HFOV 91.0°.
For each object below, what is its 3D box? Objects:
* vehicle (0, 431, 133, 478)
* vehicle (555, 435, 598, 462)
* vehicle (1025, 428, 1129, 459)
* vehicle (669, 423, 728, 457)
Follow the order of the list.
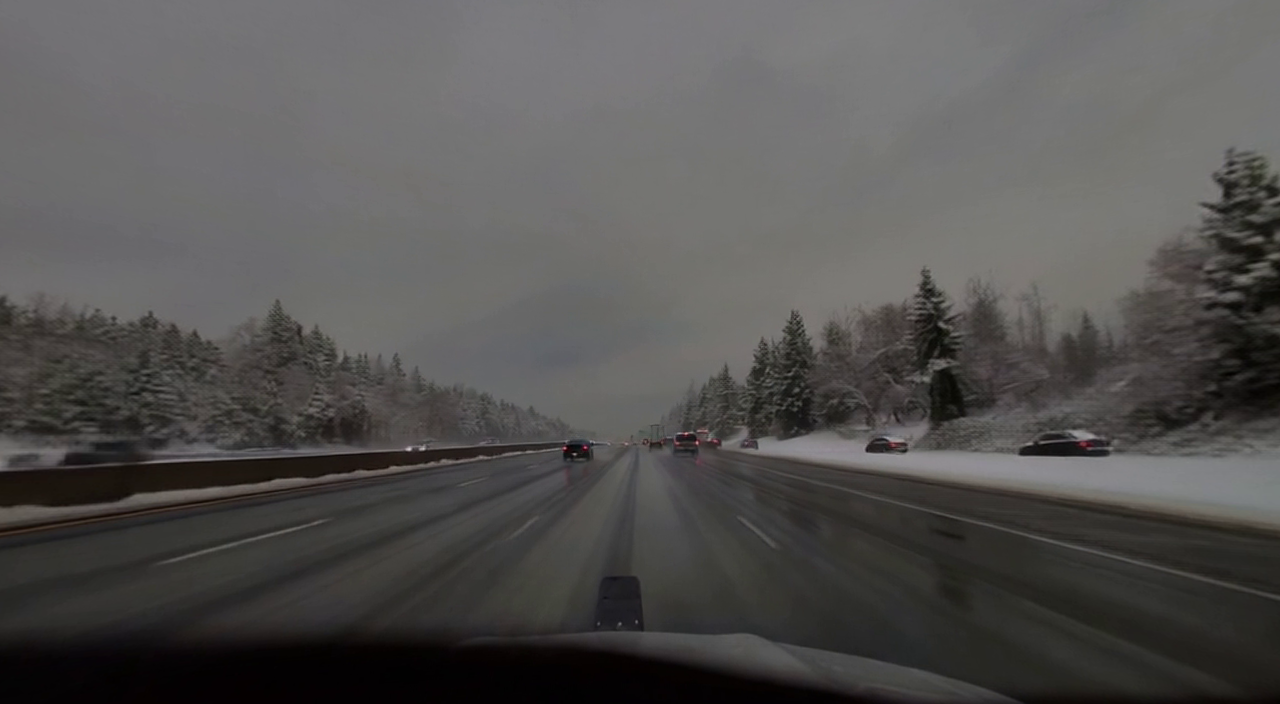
[{"bbox_3d":[-21.012,3.724,23.058,1.725,1.551,3.763,0,-8,0],"label":"vehicle"},{"bbox_3d":[-3.644,5.658,36.938,2.066,1.500,4.415,0,-8,0],"label":"vehicle"},{"bbox_3d":[28.155,5.936,40.727,2.139,1.881,5.005,4,-9,-25],"label":"vehicle"},{"bbox_3d":[3.888,6.363,45.164,3.042,2.004,14.051,0,-8,1],"label":"vehicle"}]
